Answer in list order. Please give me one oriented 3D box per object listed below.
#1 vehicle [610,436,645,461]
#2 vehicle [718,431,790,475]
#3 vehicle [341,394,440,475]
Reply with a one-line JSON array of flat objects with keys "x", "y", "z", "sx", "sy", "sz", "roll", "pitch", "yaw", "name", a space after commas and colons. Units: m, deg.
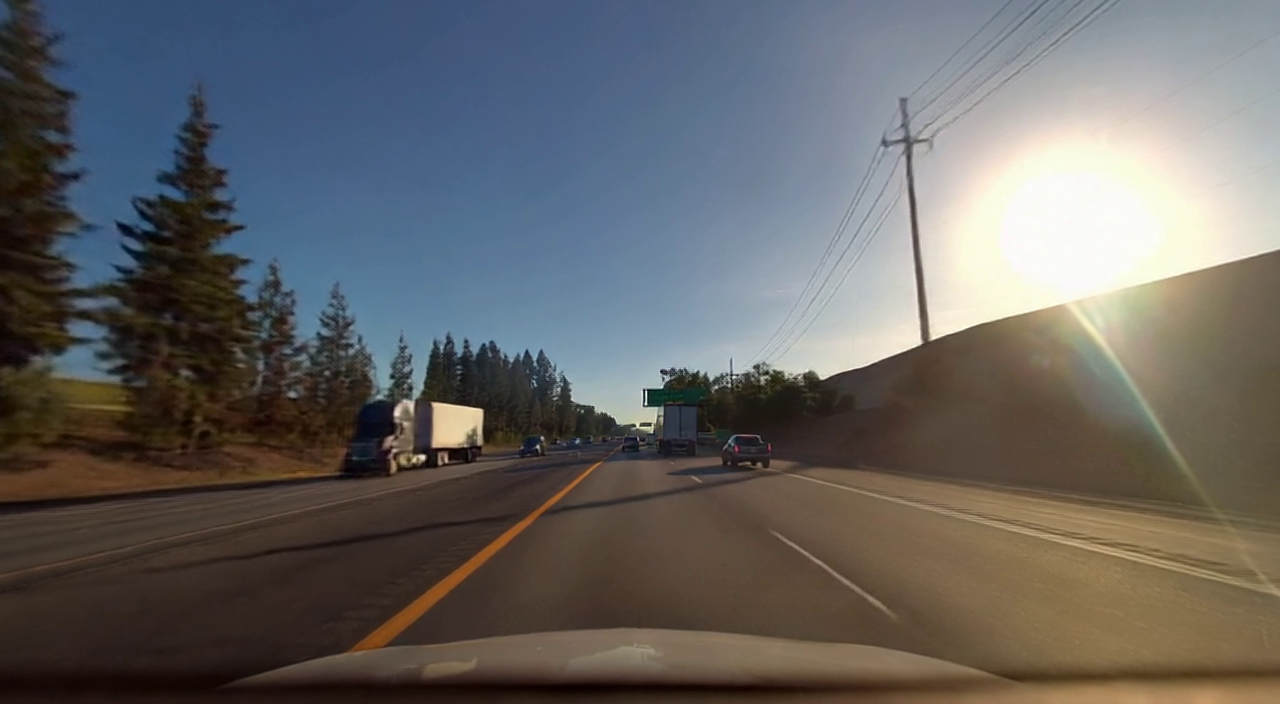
[{"x": -0.797, "y": 6.205, "z": 40.746, "sx": 2.163, "sy": 1.466, "sz": 3.693, "roll": 0, "pitch": -8, "yaw": -1, "name": "vehicle"}, {"x": 4.331, "y": 3.883, "z": 24.534, "sx": 1.930, "sy": 1.573, "sz": 3.853, "roll": 0, "pitch": -8, "yaw": -2, "name": "vehicle"}, {"x": -13.787, "y": 4.630, "z": 35.466, "sx": 3.005, "sy": 4.138, "sz": 6.065, "roll": 0, "pitch": -8, "yaw": -1, "name": "vehicle"}]
